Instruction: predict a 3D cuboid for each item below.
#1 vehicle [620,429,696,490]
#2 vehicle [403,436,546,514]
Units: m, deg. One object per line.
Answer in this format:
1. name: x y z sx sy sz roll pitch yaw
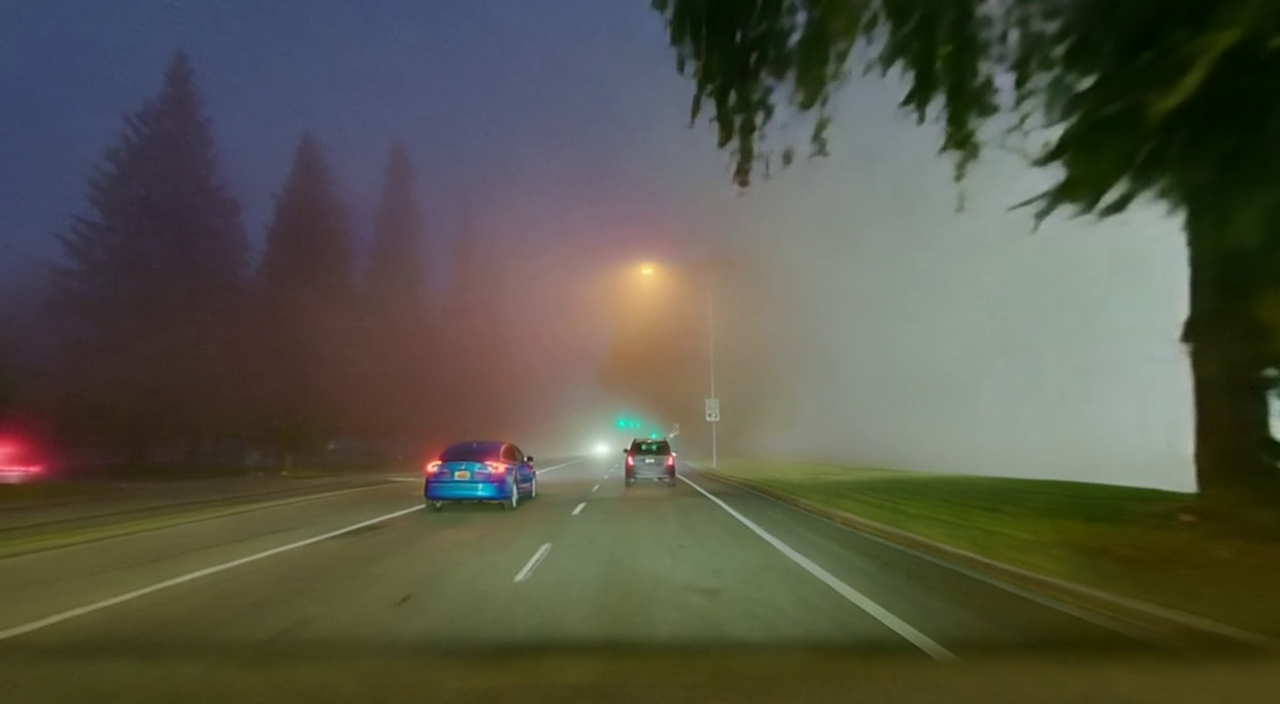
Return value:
1. vehicle: 0.458 3.545 21.147 2.215 1.799 4.426 0 -8 -3
2. vehicle: -3.438 2.625 13.954 2.036 1.447 4.044 0 -8 1
